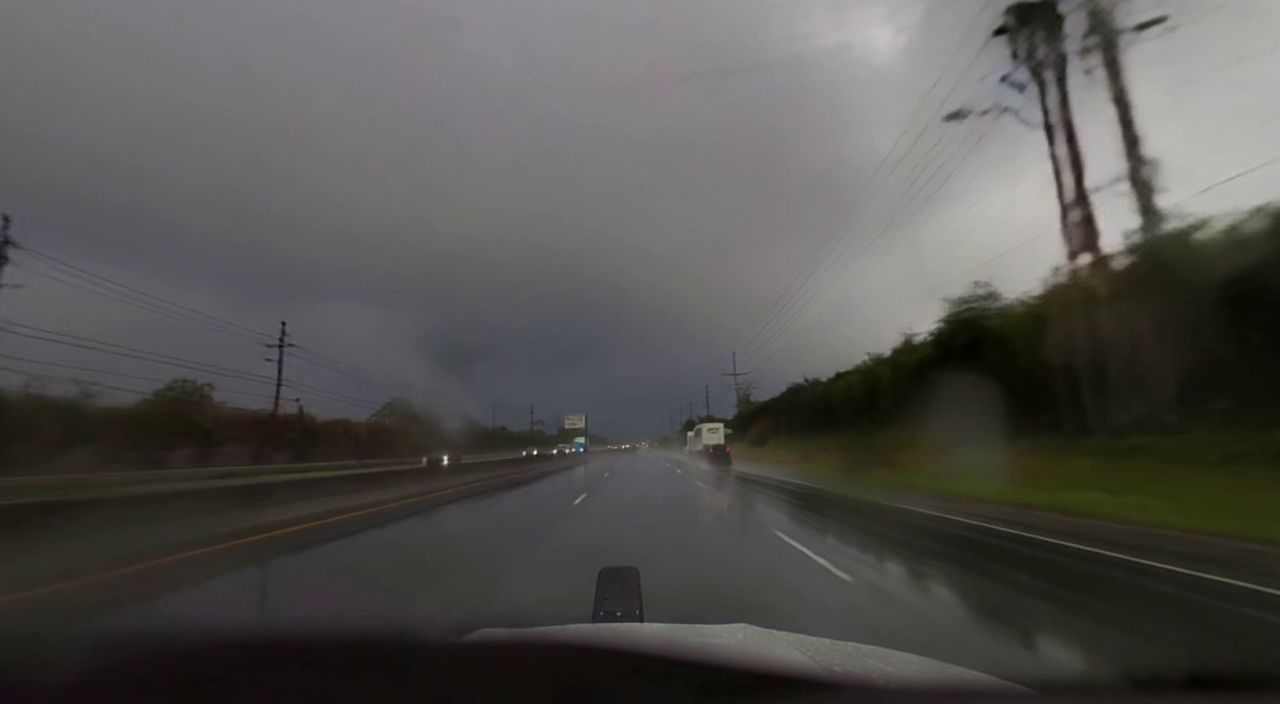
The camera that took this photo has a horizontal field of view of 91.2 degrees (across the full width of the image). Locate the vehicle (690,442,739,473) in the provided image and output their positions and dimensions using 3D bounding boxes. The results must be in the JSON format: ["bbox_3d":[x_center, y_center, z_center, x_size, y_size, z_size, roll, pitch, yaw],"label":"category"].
[{"bbox_3d":[3.970,5.682,33.964,2.054,1.565,4.089,0,-9,-1],"label":"vehicle"}]
